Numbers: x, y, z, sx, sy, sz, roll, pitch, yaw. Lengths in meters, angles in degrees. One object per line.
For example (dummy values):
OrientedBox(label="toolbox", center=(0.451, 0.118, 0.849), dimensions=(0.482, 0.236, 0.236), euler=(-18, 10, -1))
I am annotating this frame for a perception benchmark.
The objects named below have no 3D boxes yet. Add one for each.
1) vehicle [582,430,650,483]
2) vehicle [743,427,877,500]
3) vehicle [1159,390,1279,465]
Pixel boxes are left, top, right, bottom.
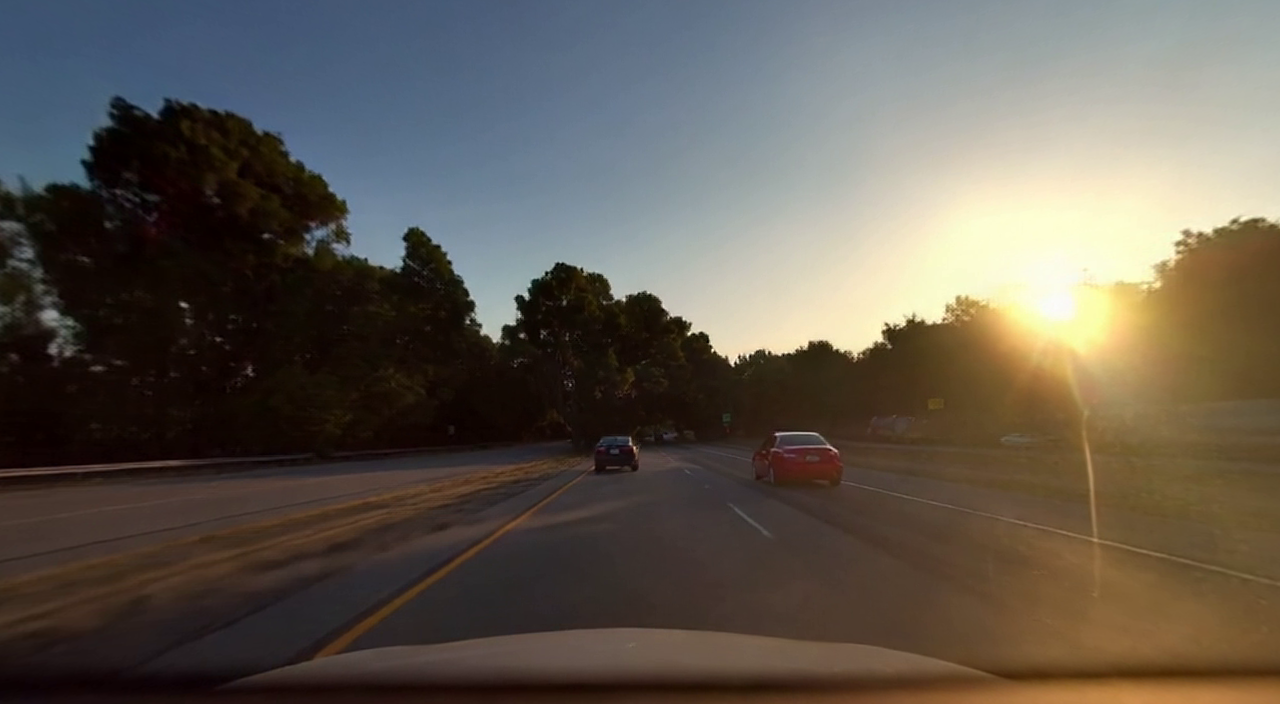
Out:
OrientedBox(label="vehicle", center=(-0.673, 3.198, 19.619), dimensions=(1.897, 1.479, 3.724), euler=(0, -8, 0))
OrientedBox(label="vehicle", center=(3.935, 2.633, 15.430), dimensions=(2.010, 1.508, 4.285), euler=(0, -8, -1))
OrientedBox(label="vehicle", center=(33.617, 4.118, 34.069), dimensions=(2.989, 3.754, 9.173), euler=(1, -7, -1))
